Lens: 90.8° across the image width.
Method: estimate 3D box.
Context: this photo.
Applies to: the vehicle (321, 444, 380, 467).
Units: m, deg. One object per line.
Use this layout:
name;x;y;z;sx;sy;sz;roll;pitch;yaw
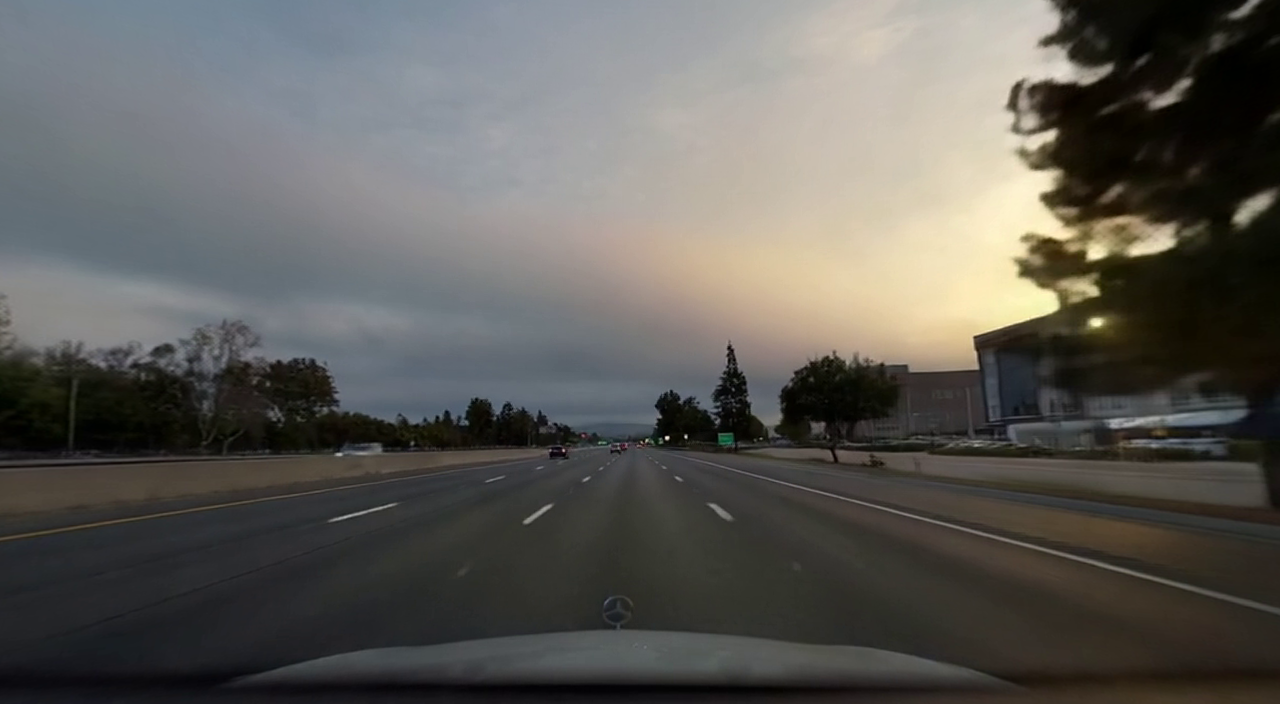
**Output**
vehicle;-22.762;8.144;49.931;2.067;1.638;5.404;0;-9;0
